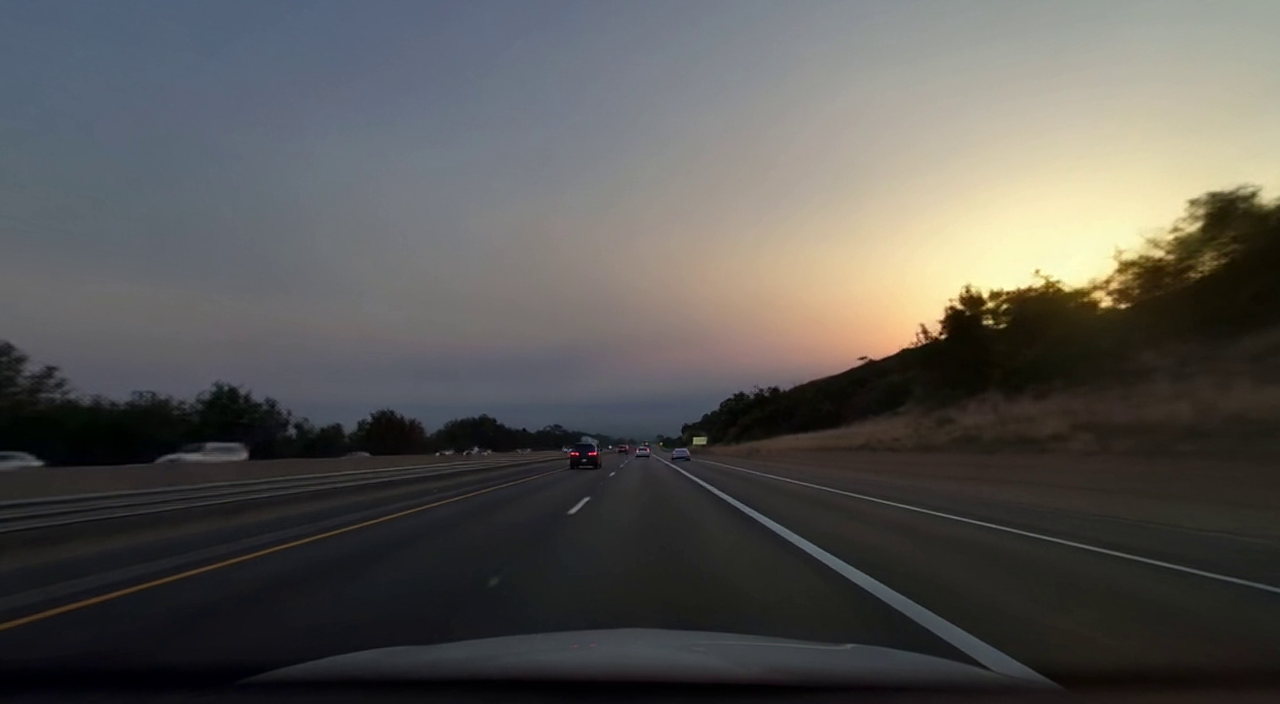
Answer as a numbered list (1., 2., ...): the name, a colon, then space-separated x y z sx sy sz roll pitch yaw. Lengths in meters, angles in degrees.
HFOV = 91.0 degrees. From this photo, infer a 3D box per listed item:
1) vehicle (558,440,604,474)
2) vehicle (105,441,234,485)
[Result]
1. vehicle: -3.128 5.681 34.310 2.070 1.707 4.309 0 -9 1
2. vehicle: -24.600 5.800 33.314 2.249 2.109 5.818 0 -9 0
